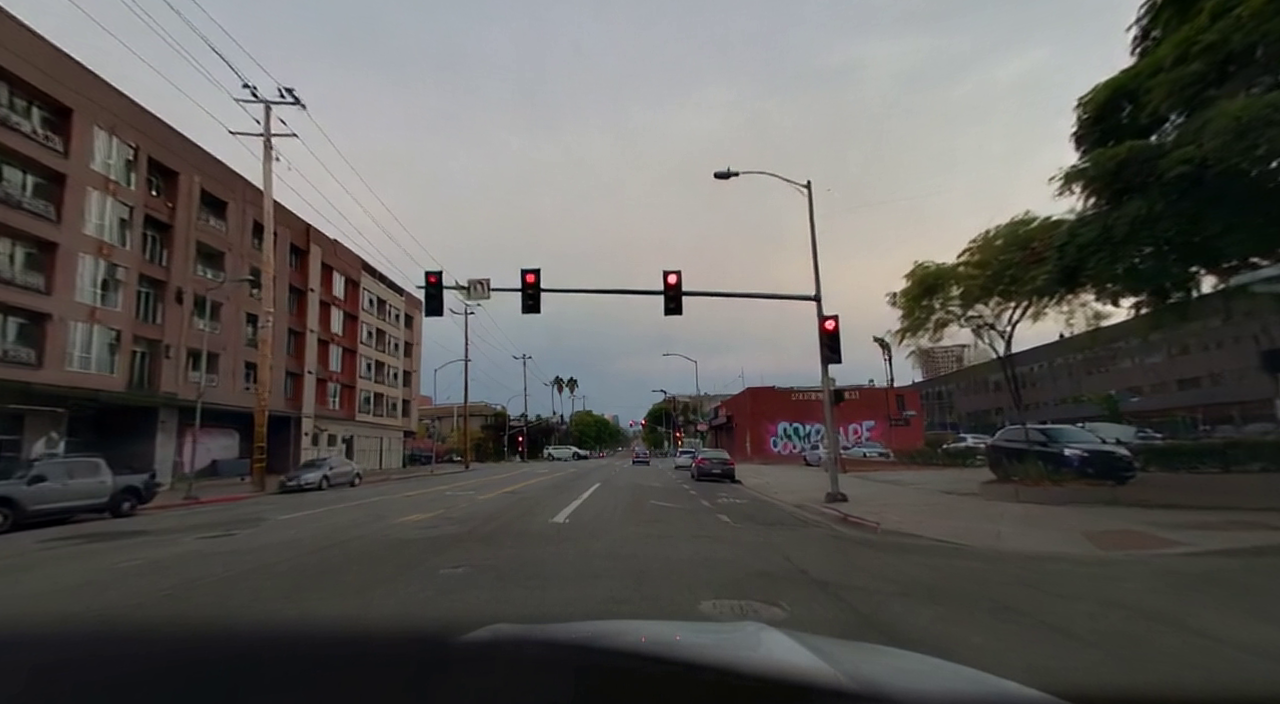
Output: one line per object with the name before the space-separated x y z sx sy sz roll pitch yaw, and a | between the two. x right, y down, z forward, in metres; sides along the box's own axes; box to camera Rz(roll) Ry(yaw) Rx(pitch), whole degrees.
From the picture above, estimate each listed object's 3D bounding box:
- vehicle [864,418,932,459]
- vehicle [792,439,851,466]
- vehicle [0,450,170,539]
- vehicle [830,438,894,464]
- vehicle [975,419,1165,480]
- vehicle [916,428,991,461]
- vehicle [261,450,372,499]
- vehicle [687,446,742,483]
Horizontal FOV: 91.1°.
vehicle | 15.692 5.320 38.488 1.969 2.282 4.731 1 -8 -2
vehicle | 11.002 6.095 38.432 1.956 1.514 4.862 1 -8 -3
vehicle | -15.241 3.488 15.914 2.107 1.914 5.567 0 -8 3
vehicle | 13.355 5.978 38.073 1.819 1.450 4.707 1 -8 -4
vehicle | 12.466 2.838 18.478 4.312 1.578 2.006 -5 -10 34
vehicle | 18.289 5.460 36.866 2.002 1.731 4.413 -2 -9 -1
vehicle | -15.230 5.757 30.049 2.048 1.814 5.998 -6 -8 1
vehicle | 3.366 5.140 29.076 2.062 1.535 4.206 0 -8 0
